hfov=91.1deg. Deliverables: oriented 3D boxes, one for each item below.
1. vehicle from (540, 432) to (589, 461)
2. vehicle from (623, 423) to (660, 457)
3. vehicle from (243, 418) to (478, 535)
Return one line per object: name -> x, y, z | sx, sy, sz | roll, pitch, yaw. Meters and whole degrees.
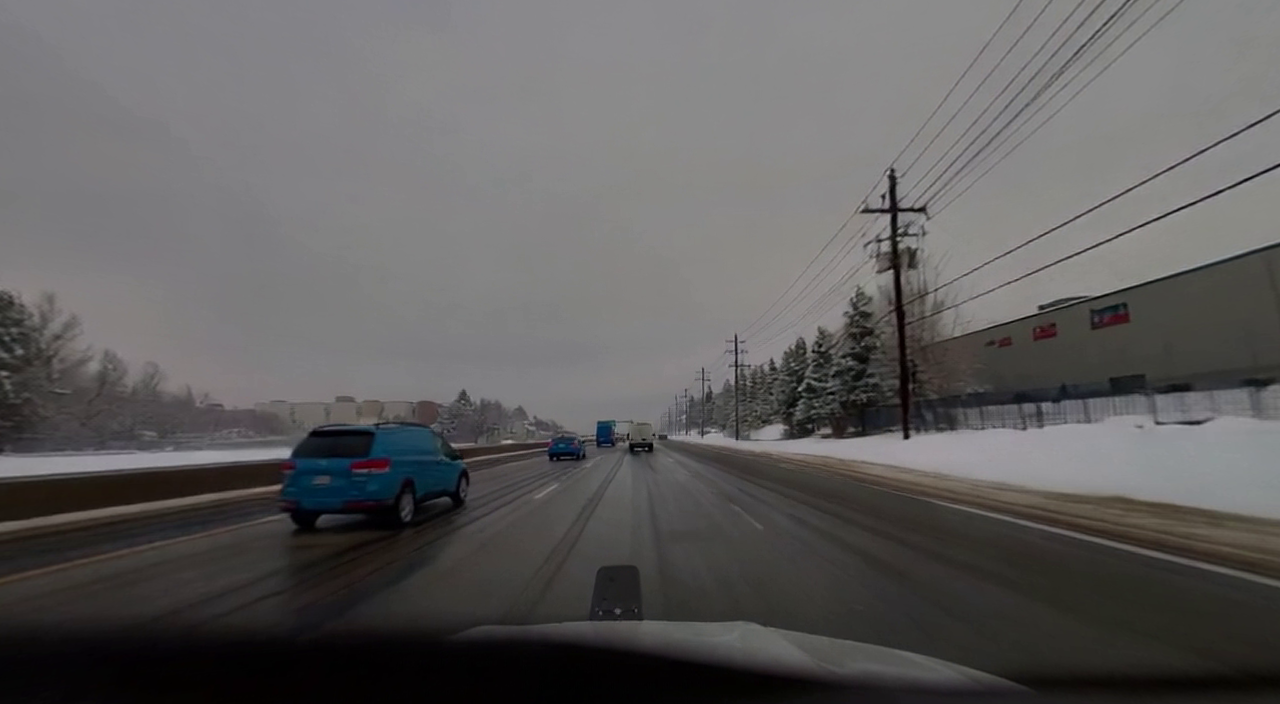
vehicle -> -4.067, 5.151, 34.483 | 2.087, 1.464, 4.853 | 0, -8, 0
vehicle -> 0.030, 5.628, 40.346 | 2.213, 1.997, 4.456 | 0, -8, -1
vehicle -> -4.309, 1.961, 10.597 | 2.058, 1.557, 4.125 | 0, -8, 0
